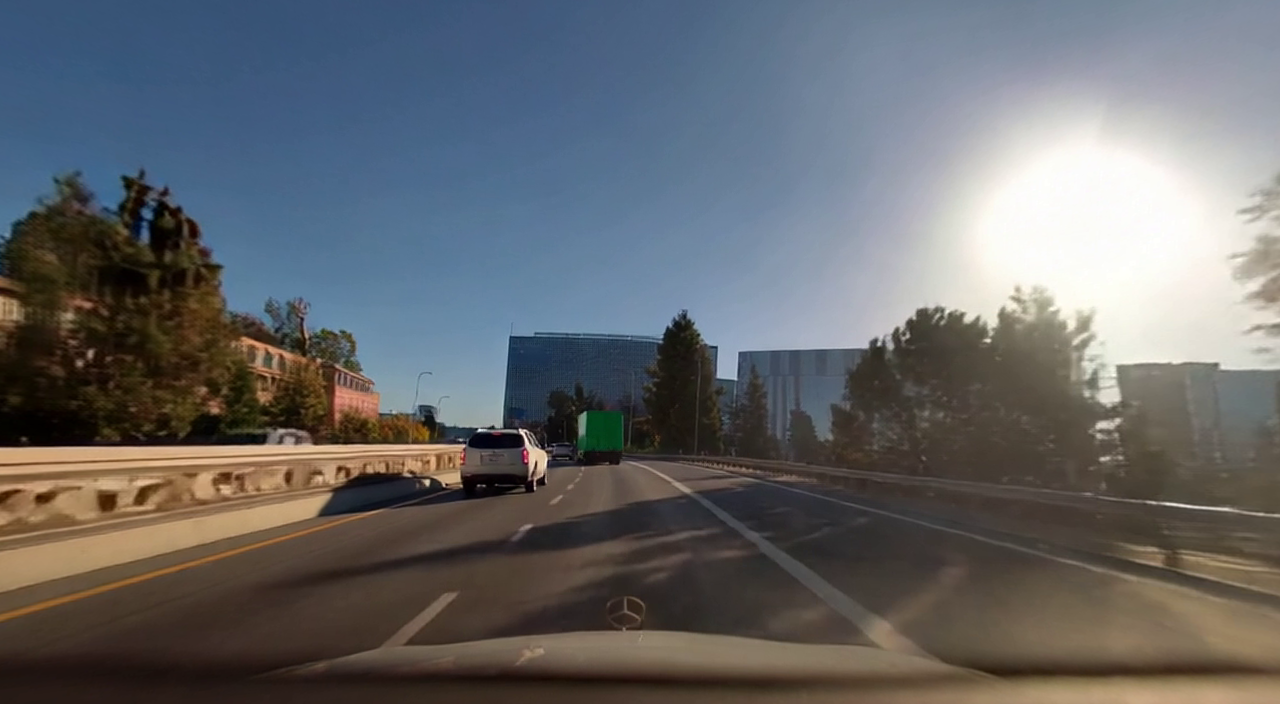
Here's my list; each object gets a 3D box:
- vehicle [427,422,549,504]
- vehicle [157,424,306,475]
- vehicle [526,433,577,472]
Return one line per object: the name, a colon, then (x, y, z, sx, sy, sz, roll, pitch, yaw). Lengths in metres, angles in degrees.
vehicle: (-3.577, 2.719, 15.761, 2.041, 1.734, 4.391, 1, -9, -1)
vehicle: (-13.398, 3.248, 21.077, 1.988, 1.499, 4.591, 1, -9, -2)
vehicle: (-4.293, 4.959, 31.172, 2.044, 1.740, 4.361, 1, -9, -3)
